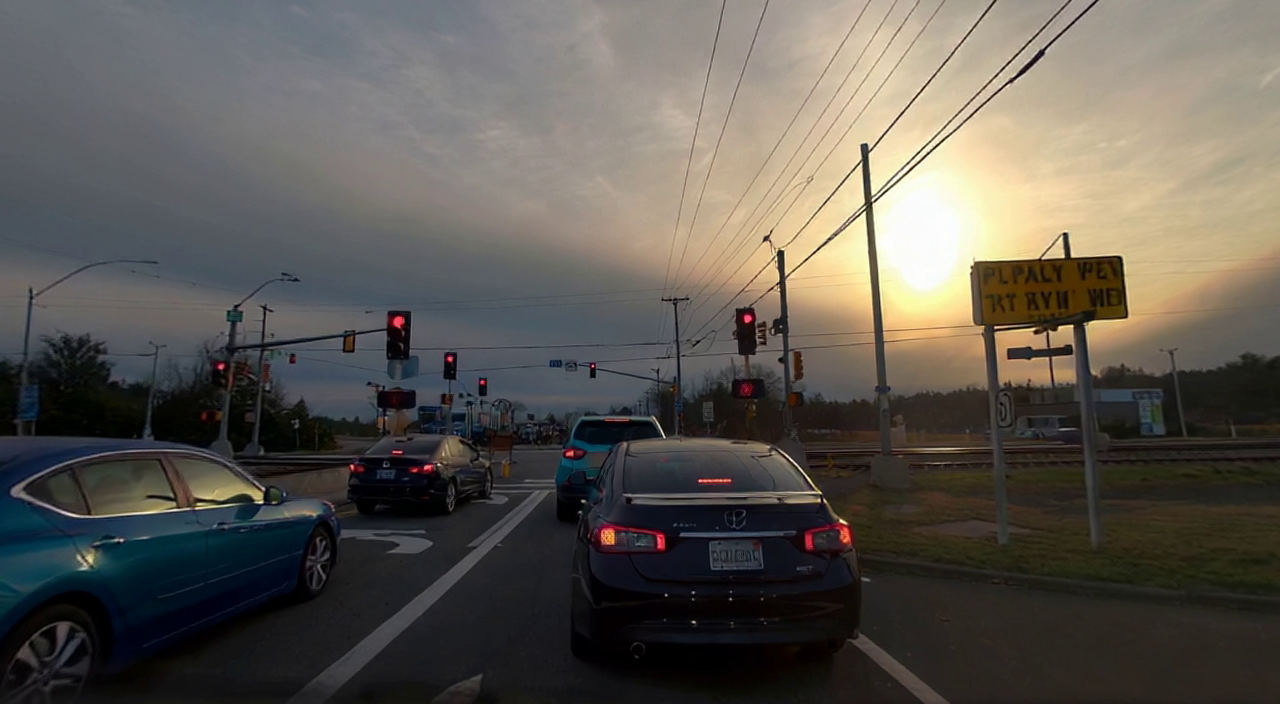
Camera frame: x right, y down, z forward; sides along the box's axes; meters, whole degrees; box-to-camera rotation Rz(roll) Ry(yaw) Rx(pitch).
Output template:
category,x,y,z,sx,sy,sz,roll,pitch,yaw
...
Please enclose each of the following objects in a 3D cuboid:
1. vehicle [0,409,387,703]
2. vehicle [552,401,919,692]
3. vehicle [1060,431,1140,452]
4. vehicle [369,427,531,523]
category,x,y,z,sx,sy,sz,roll,pitch,yaw
vehicle,-3.711,1.250,4.458,1.956,1.468,4.585,0,-9,0
vehicle,0.405,1.338,5.460,1.998,1.529,3.960,1,-9,-4
vehicle,34.010,6.627,46.787,4.453,1.476,1.887,0,-9,0
vehicle,-3.360,2.260,12.085,1.984,1.505,3.982,0,-9,-2
